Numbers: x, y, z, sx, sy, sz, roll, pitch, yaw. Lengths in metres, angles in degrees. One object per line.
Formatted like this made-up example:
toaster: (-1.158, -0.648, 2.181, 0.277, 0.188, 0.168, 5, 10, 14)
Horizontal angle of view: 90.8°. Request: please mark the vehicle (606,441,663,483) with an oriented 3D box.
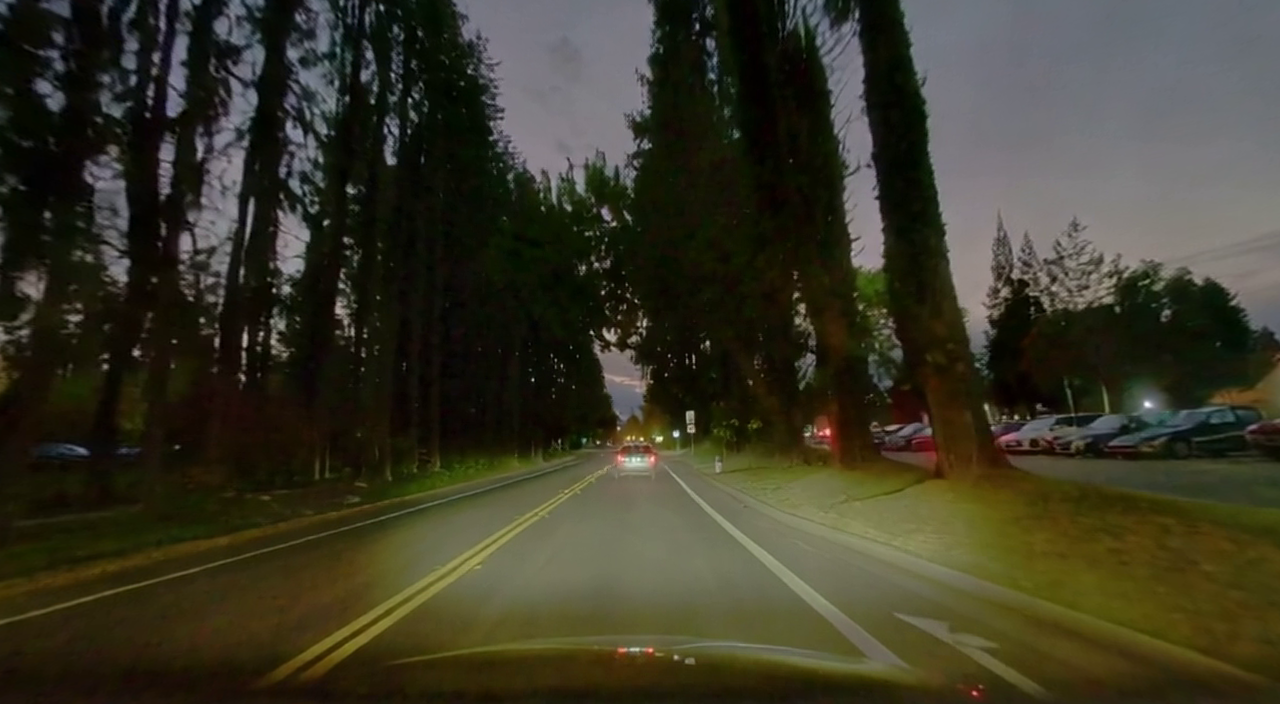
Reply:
vehicle: (-0.212, 4.500, 26.276, 2.152, 1.574, 4.223, -1, -8, 0)
